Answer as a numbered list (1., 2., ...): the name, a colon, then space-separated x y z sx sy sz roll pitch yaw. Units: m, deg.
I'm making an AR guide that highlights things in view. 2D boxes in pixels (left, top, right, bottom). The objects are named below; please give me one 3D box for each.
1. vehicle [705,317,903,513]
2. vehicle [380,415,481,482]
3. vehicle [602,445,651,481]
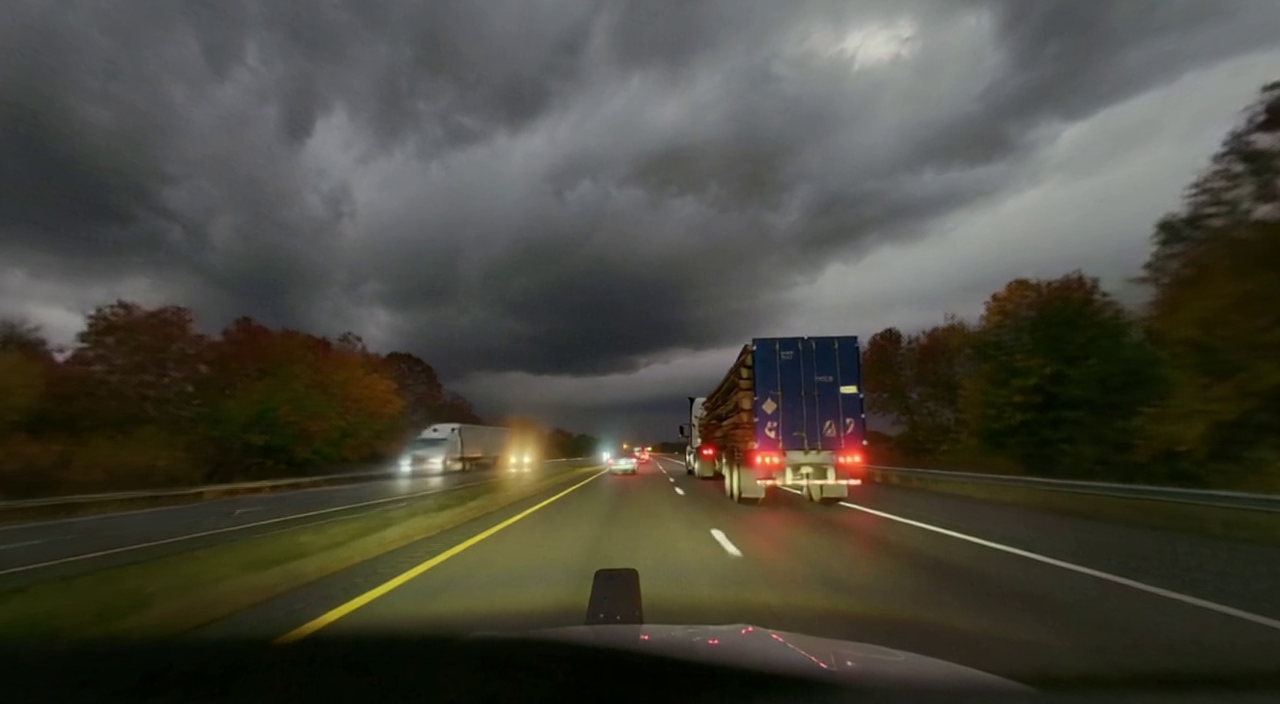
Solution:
1. vehicle: 3.697 1.871 16.791 3.004 3.923 8.363 -1 -9 0
2. vehicle: -13.815 6.580 42.674 2.968 3.947 10.444 -1 -9 2
3. vehicle: -0.546 5.125 29.087 2.099 1.506 4.097 -1 -9 1
